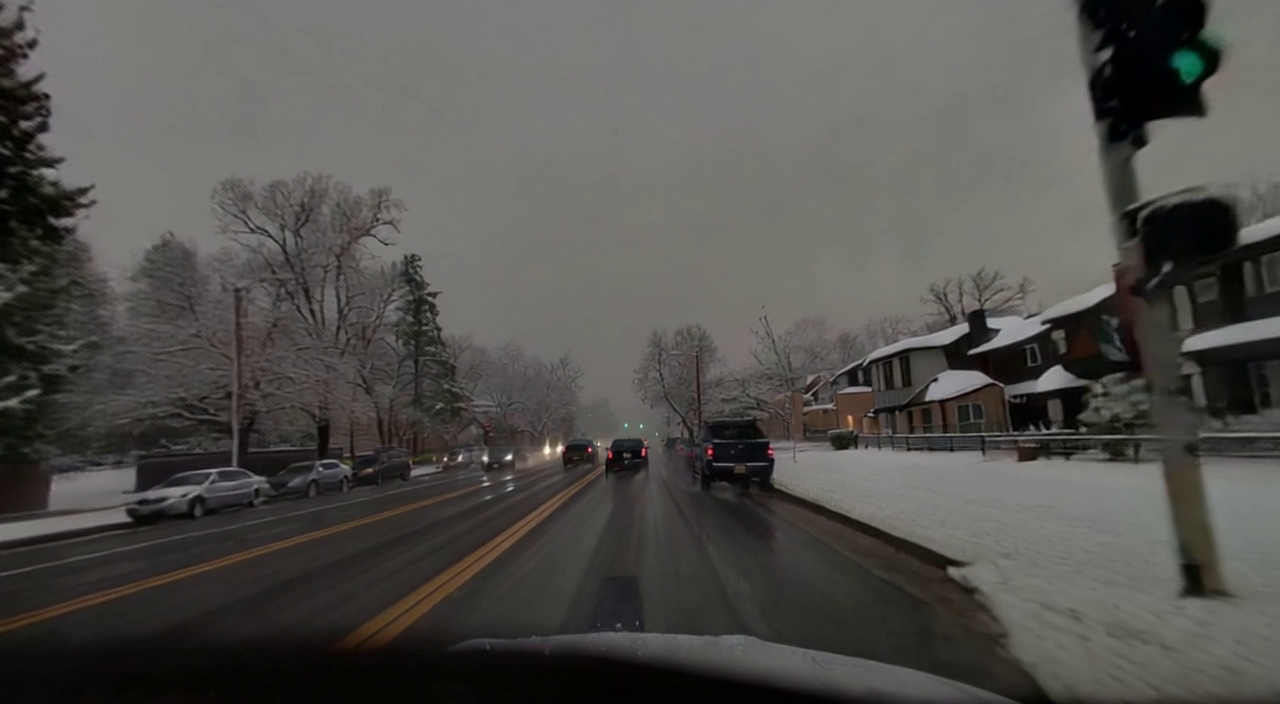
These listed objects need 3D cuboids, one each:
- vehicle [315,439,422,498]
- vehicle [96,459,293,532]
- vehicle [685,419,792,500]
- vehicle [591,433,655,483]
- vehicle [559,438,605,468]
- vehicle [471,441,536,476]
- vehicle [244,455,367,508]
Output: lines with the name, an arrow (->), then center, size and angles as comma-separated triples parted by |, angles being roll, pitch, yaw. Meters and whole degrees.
vehicle -> -12.306, 5.248, 29.250 | 2.249, 2.093, 6.297 | -8, -7, -3
vehicle -> -12.434, 3.989, 18.212 | 2.050, 1.518, 5.115 | -3, -8, -1
vehicle -> 2.482, 2.877, 17.221 | 2.119, 1.884, 4.567 | 0, -8, -1
vehicle -> -0.560, 3.710, 22.411 | 2.041, 1.575, 4.304 | 0, -8, 0
vehicle -> -3.093, 5.473, 34.468 | 2.117, 1.528, 4.277 | 0, -8, -1
vehicle -> -6.484, 5.098, 30.552 | 1.998, 1.518, 4.817 | 0, -8, 1
vehicle -> -12.140, 4.675, 23.362 | 2.047, 1.497, 4.949 | -4, -8, -2
